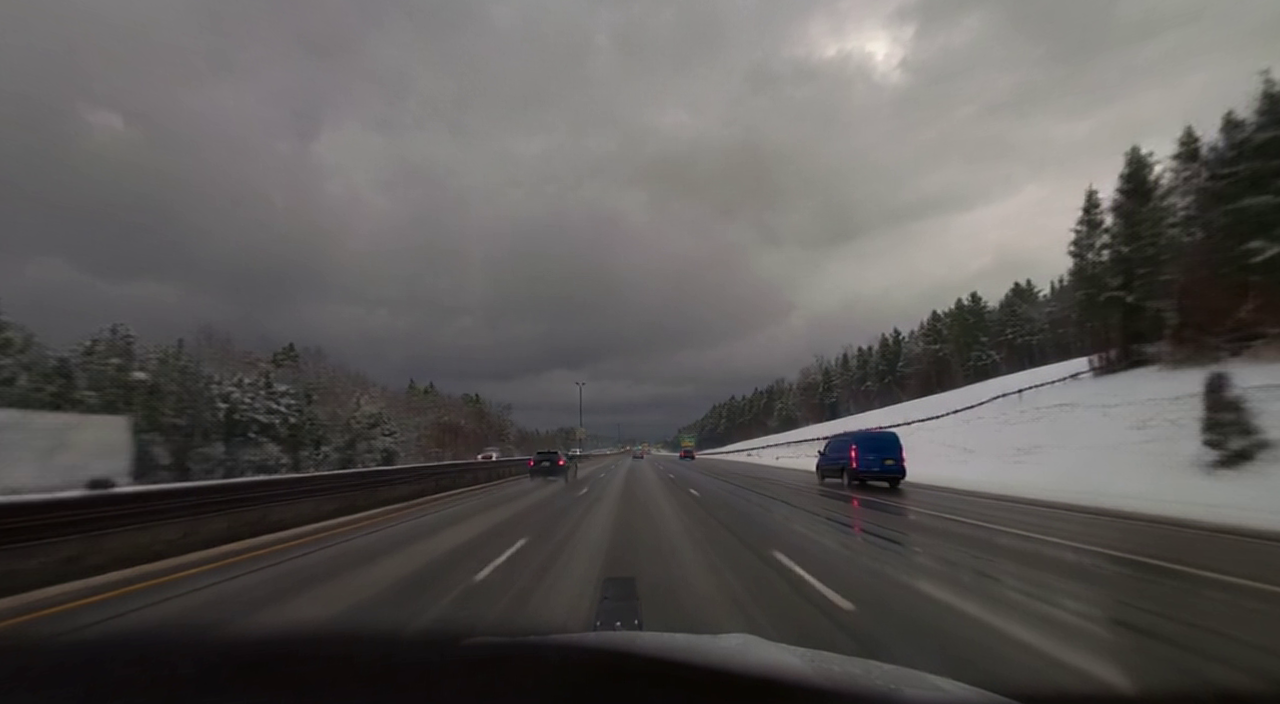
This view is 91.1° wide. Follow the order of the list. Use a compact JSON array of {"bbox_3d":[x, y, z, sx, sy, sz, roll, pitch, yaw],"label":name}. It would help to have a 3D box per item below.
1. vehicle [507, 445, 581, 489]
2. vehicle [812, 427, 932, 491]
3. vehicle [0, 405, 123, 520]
[{"bbox_3d":[-3.620,4.422,24.599,2.160,1.530,4.500,0,-9,0],"label":"vehicle"},{"bbox_3d":[7.832,3.664,21.859,2.133,1.933,4.986,0,-9,-1],"label":"vehicle"},{"bbox_3d":[-14.661,2.304,13.084,2.523,2.377,6.182,0,-9,0],"label":"vehicle"}]
